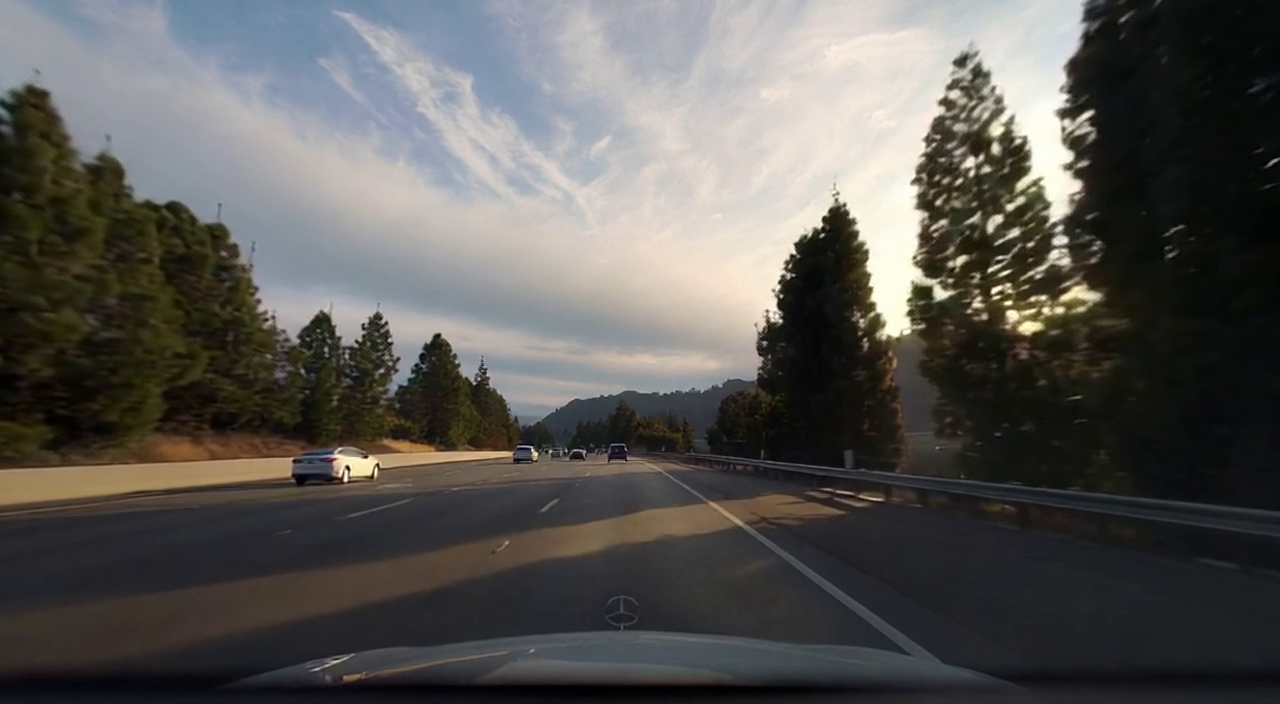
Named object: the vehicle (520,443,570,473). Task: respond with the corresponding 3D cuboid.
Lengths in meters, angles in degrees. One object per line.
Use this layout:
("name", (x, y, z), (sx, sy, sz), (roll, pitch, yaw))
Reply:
("vehicle", (-4.859, 5.481, 32.702), (2.120, 1.458, 4.031), (0, -9, -2))

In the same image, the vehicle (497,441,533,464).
("vehicle", (-9.269, 7.485, 47.007), (2.015, 1.608, 4.294), (0, -9, -3))

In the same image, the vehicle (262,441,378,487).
("vehicle", (-11.562, 4.066, 23.164), (1.960, 1.487, 4.593), (0, -9, -2))
